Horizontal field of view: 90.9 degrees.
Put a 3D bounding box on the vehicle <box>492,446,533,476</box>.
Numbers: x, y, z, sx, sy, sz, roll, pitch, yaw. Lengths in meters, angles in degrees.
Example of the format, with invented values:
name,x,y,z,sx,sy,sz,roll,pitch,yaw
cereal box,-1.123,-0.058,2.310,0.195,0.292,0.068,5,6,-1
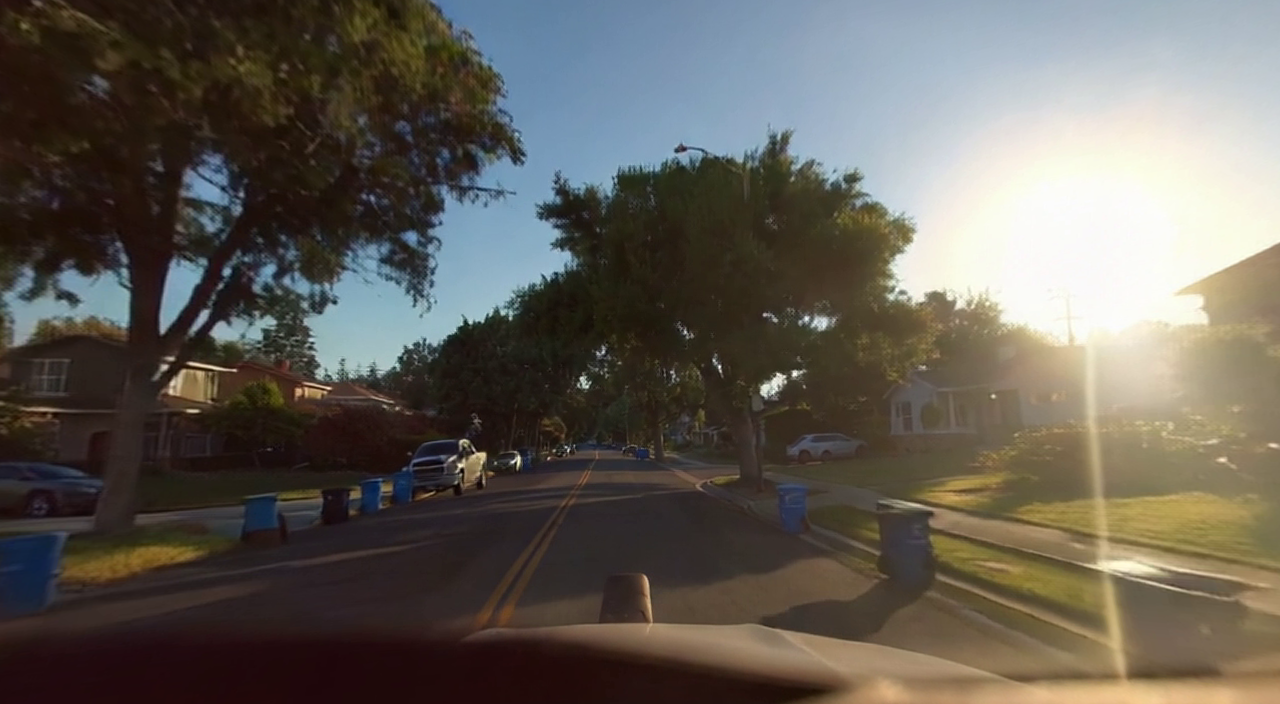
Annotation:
name,x,y,z,sx,sy,sz,roll,pitch,yaw
vehicle,-8.192,6.990,40.793,1.945,1.530,4.430,-4,-7,-5

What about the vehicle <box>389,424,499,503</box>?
name,x,y,z,sx,sy,sz,roll,pitch,yaw
vehicle,-7.044,3.971,23.469,2.223,2.115,5.707,5,-4,-1

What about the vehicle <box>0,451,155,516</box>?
name,x,y,z,sx,sy,sz,roll,pitch,yaw
vehicle,-15.617,3.369,16.182,4.617,1.491,1.953,-1,-10,-2

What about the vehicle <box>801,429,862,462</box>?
name,x,y,z,sx,sy,sz,roll,pitch,yaw
vehicle,11.308,5.536,37.651,1.936,1.687,4.714,-4,-7,-2
